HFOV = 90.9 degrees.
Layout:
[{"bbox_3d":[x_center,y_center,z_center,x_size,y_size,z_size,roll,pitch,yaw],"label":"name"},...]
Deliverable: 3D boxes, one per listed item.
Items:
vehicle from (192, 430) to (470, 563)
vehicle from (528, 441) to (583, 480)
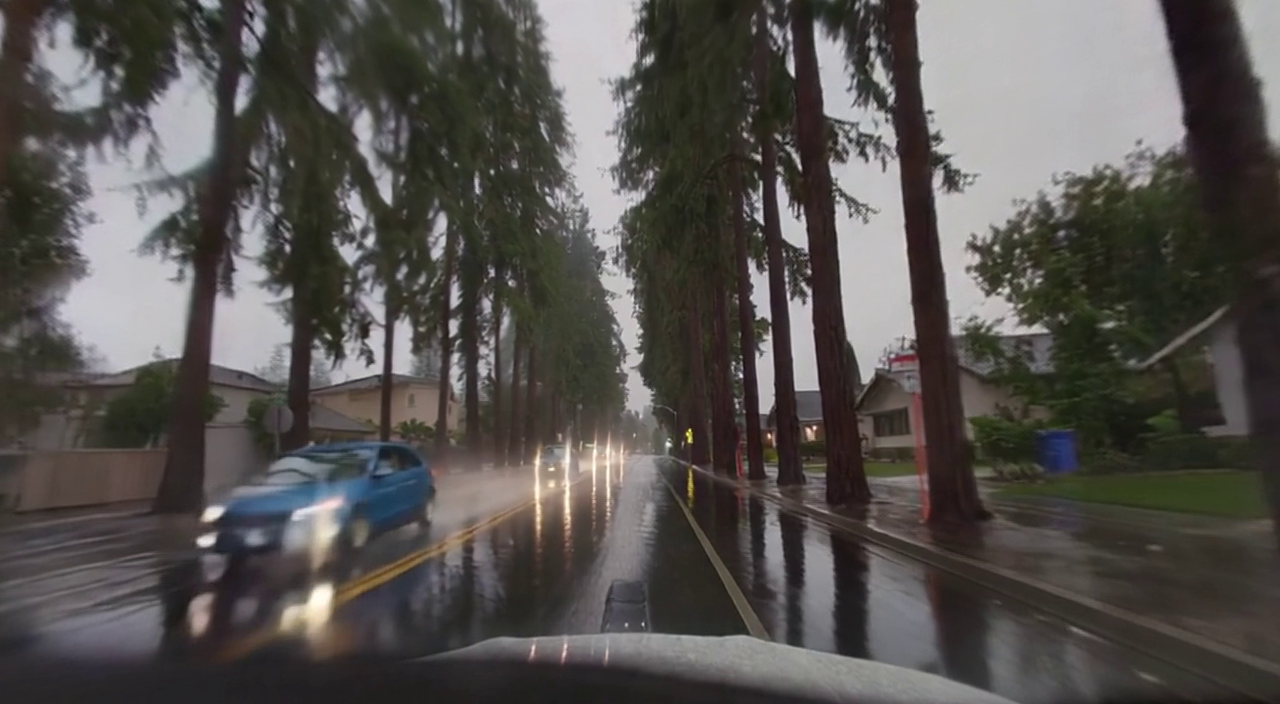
[{"bbox_3d":[-4.645,2.211,10.577,2.167,1.691,4.755,0,-8,1],"label":"vehicle"},{"bbox_3d":[-4.159,5.384,31.744,2.041,1.780,4.618,0,-8,1],"label":"vehicle"}]
